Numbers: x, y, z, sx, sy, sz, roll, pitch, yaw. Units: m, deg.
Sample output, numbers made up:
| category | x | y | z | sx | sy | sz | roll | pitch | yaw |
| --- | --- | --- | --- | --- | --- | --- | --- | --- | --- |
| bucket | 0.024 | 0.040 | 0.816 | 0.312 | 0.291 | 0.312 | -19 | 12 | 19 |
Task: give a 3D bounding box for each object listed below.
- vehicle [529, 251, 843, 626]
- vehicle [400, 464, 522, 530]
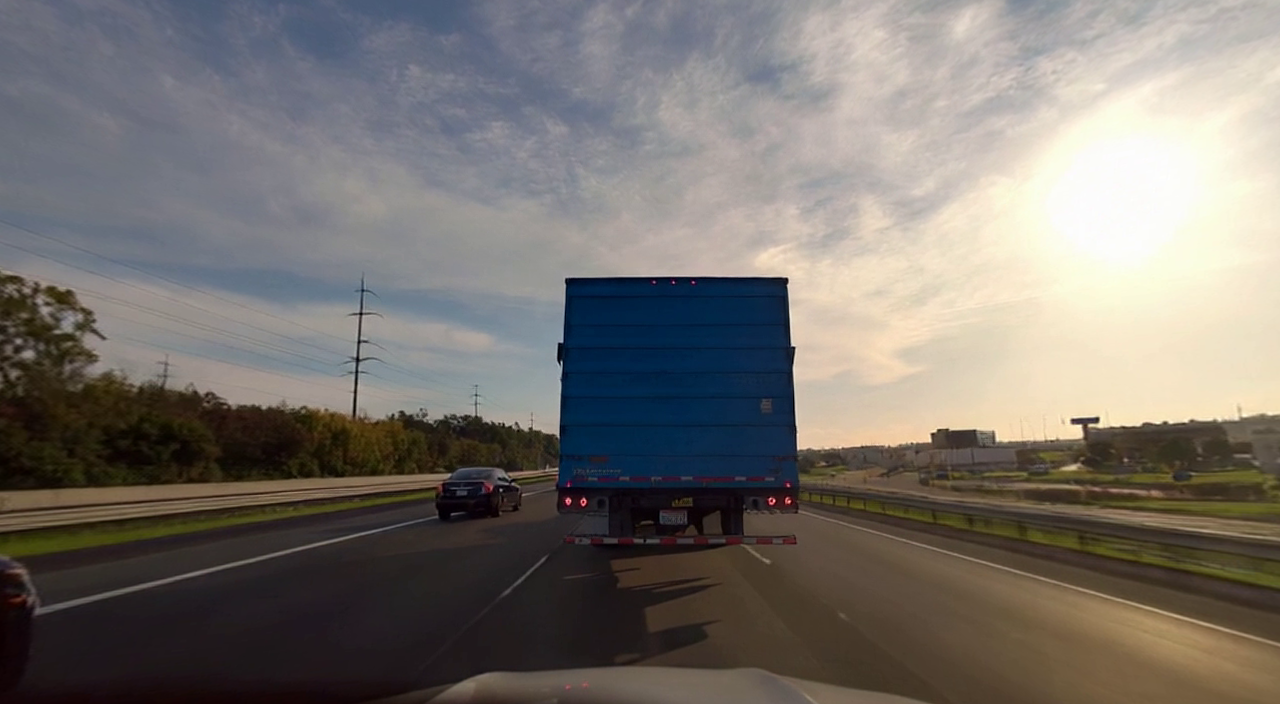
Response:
| category | x | y | z | sx | sy | sz | roll | pitch | yaw |
| --- | --- | --- | --- | --- | --- | --- | --- | --- | --- |
| vehicle | 0.569 | 1.514 | 10.292 | 2.831 | 3.529 | 8.689 | 0 | -11 | 2 |
| vehicle | -4.525 | 3.743 | 16.696 | 1.891 | 1.469 | 4.431 | 1 | -11 | 0 |
